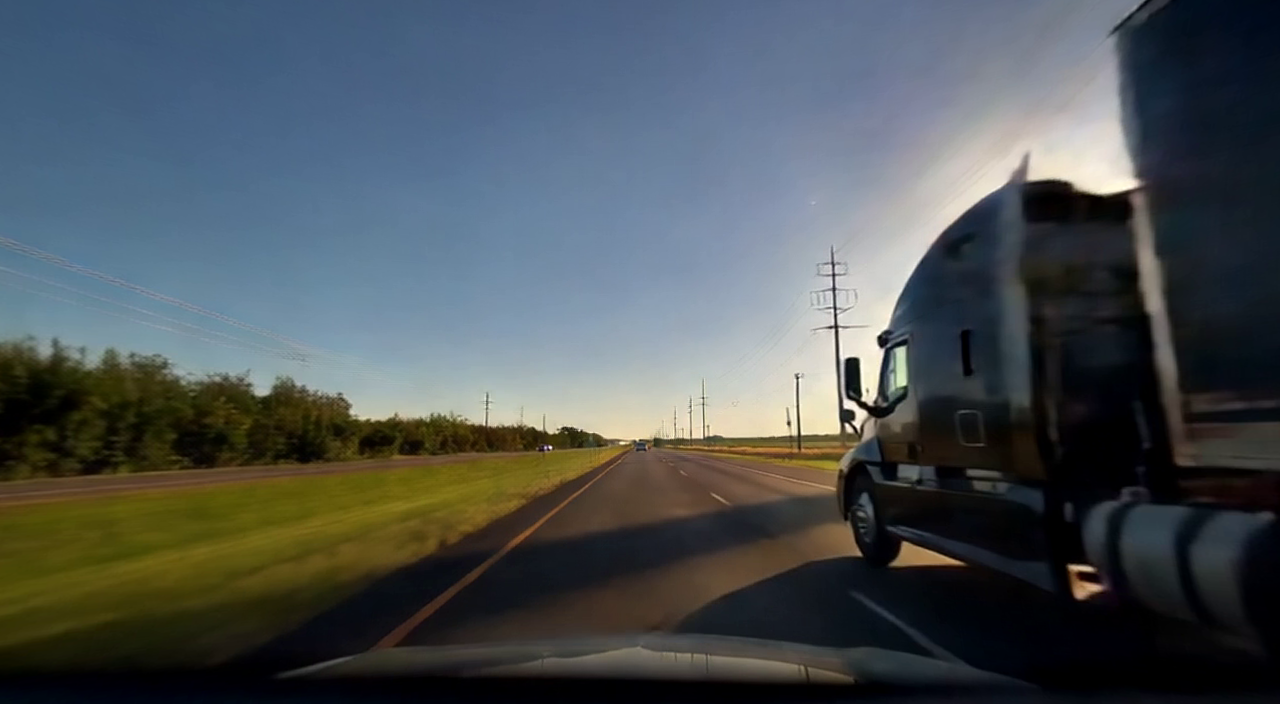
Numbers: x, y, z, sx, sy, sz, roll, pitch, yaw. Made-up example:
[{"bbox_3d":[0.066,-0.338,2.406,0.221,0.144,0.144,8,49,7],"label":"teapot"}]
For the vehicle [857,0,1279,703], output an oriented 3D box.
[{"bbox_3d":[3.955,-0.116,2.510,3.031,3.879,8.478,0,-8,0],"label":"vehicle"}]
